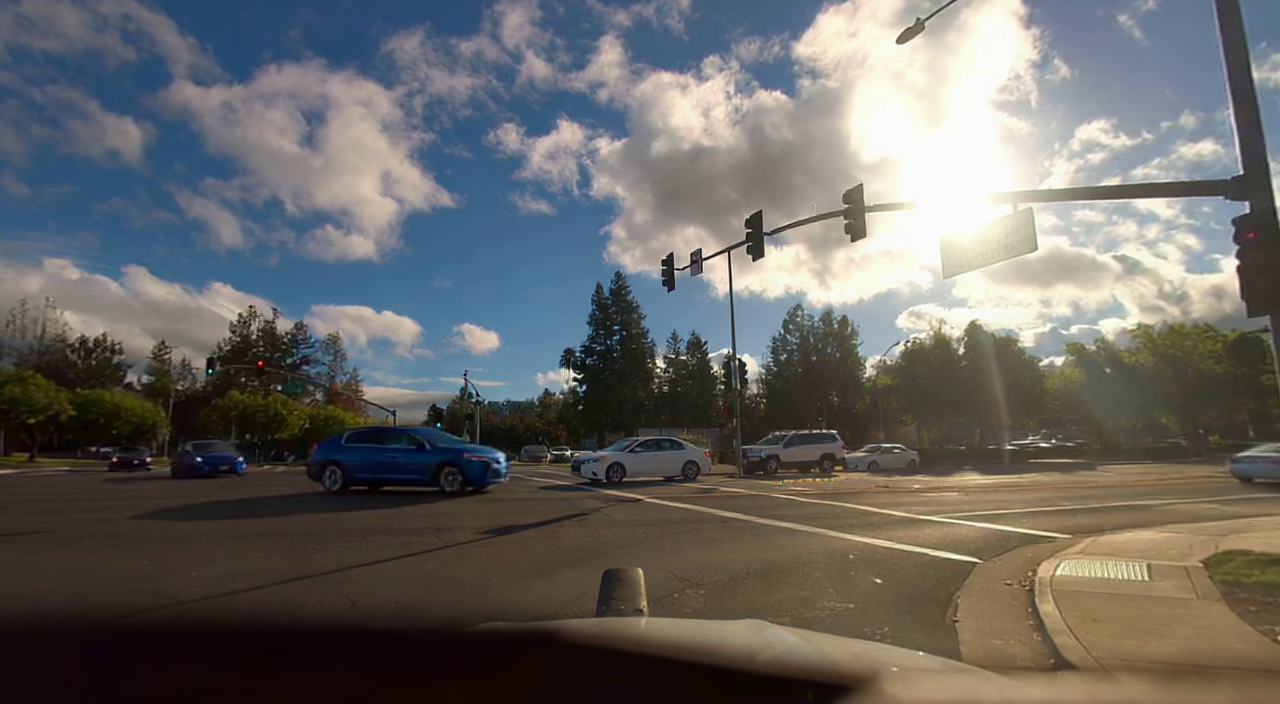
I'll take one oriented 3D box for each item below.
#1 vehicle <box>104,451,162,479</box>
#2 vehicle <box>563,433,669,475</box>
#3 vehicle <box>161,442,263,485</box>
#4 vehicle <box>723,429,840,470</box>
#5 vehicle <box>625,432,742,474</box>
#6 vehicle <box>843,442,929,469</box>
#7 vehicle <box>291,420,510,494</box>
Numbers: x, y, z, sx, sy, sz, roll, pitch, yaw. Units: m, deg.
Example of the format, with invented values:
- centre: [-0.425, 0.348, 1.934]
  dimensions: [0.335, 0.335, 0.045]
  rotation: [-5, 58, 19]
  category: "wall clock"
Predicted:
- centre: [-29.929, 6.629, 37.148]
  dimensions: [4.589, 1.462, 1.953]
  rotation: [-8, -12, 43]
  category: "vehicle"
- centre: [-1.063, 4.583, 28.507]
  dimensions: [4.360, 1.749, 1.895]
  rotation: [4, -10, -28]
  category: "vehicle"
- centre: [-16.380, 4.176, 24.014]
  dimensions: [4.826, 1.484, 2.000]
  rotation: [-8, -11, 42]
  category: "vehicle"
- centre: [7.319, 5.063, 32.540]
  dimensions: [5.791, 1.964, 2.199]
  rotation: [5, -10, -26]
  category: "vehicle"
- centre: [1.813, 4.151, 26.150]
  dimensions: [4.483, 1.589, 1.852]
  rotation: [4, -9, -25]
  category: "vehicle"
- centre: [13.837, 5.791, 35.418]
  dimensions: [4.457, 1.429, 1.862]
  rotation: [4, -9, -26]
  category: "vehicle"
- centre: [-6.636, 2.899, 17.657]
  dimensions: [5.332, 1.807, 2.450]
  rotation: [-3, -9, 19]
  category: "vehicle"
